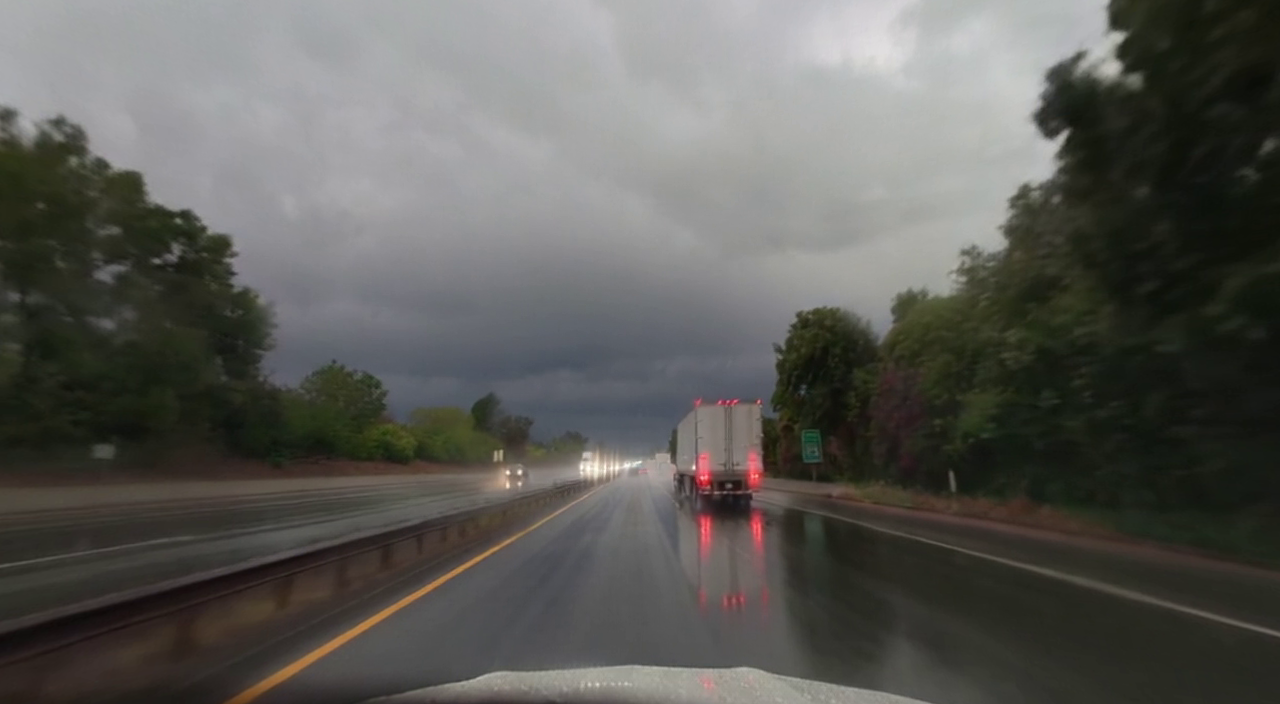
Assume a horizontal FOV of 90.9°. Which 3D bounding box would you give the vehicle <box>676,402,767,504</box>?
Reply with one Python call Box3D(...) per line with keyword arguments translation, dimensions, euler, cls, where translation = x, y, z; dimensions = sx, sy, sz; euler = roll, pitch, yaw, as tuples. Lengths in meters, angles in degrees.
Box3D(translation=(3.695, 5.356, 32.613), dimensions=(2.863, 4.088, 14.040), euler=(1, -10, 0), cls="vehicle")
